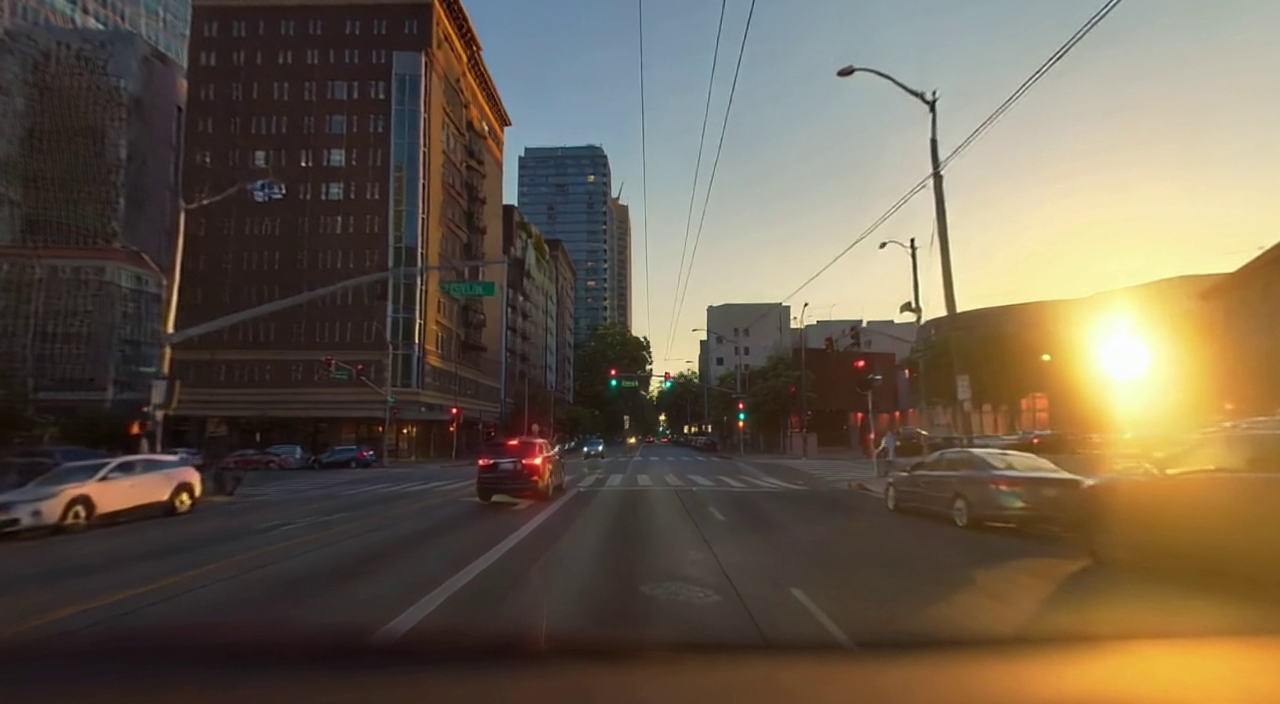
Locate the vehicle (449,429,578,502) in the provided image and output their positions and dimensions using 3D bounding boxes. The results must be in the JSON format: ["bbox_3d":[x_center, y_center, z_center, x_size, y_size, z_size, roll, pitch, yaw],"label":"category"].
[{"bbox_3d":[-2.806,2.659,15.267,2.014,1.480,4.780,0,-8,2],"label":"vehicle"}]

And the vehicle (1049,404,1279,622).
[{"bbox_3d":[5.927,1.287,5.172,1.918,1.674,4.779,0,-8,0],"label":"vehicle"}]

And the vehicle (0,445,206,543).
[{"bbox_3d":[-12.362,3.104,14.454,1.890,1.781,4.331,-3,-8,-2],"label":"vehicle"}]

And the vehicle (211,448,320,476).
[{"bbox_3d":[-21.383,6.282,36.139,4.791,1.506,2.244,0,-8,0],"label":"vehicle"}]

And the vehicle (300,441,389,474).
[{"bbox_3d":[-21.179,7.558,45.339,5.283,1.959,2.453,-3,-7,0],"label":"vehicle"}]

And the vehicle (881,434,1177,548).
[{"bbox_3d":[5.969,2.137,10.541,1.929,1.464,4.494,0,-8,-3],"label":"vehicle"}]
